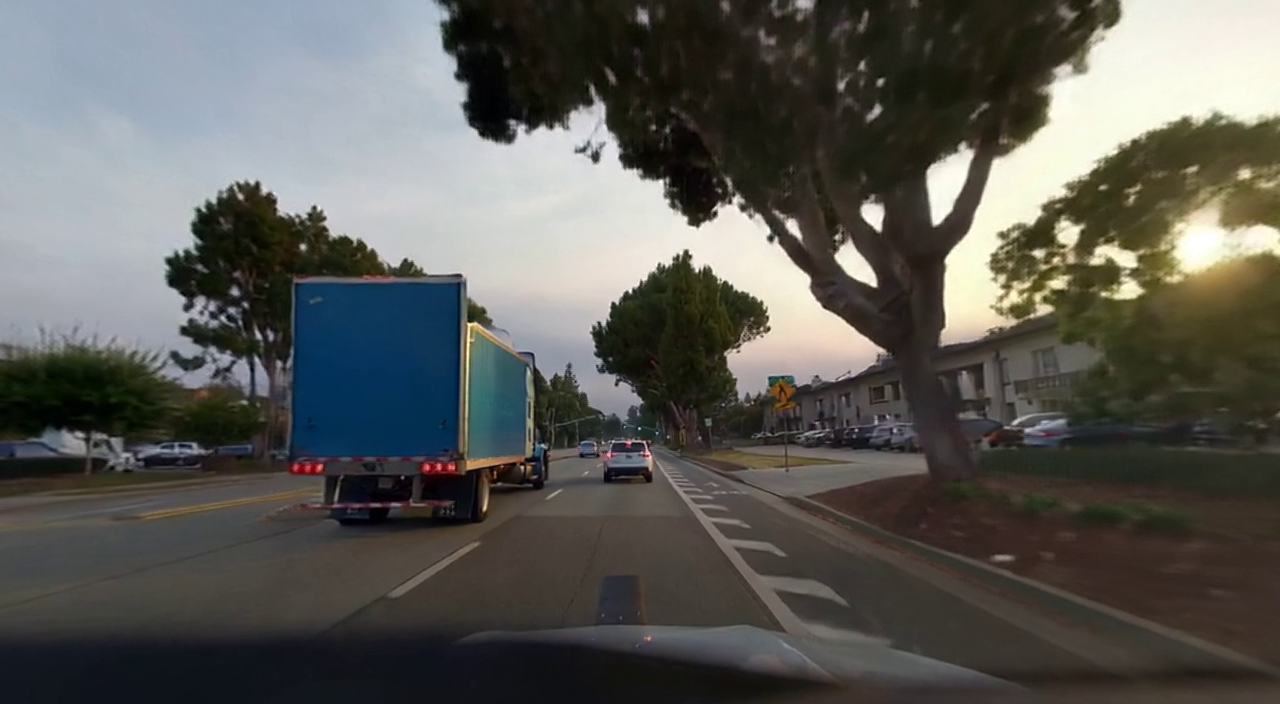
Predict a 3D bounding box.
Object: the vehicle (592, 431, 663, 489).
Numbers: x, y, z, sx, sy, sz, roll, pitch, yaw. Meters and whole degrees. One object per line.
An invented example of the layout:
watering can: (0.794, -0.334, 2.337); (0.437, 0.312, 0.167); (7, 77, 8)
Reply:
vehicle: (-0.411, 3.470, 20.572); (2.094, 1.682, 3.866); (0, -9, -1)

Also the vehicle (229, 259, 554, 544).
vehicle: (-4.037, 1.384, 13.826); (2.996, 3.902, 10.410); (0, -9, -1)
